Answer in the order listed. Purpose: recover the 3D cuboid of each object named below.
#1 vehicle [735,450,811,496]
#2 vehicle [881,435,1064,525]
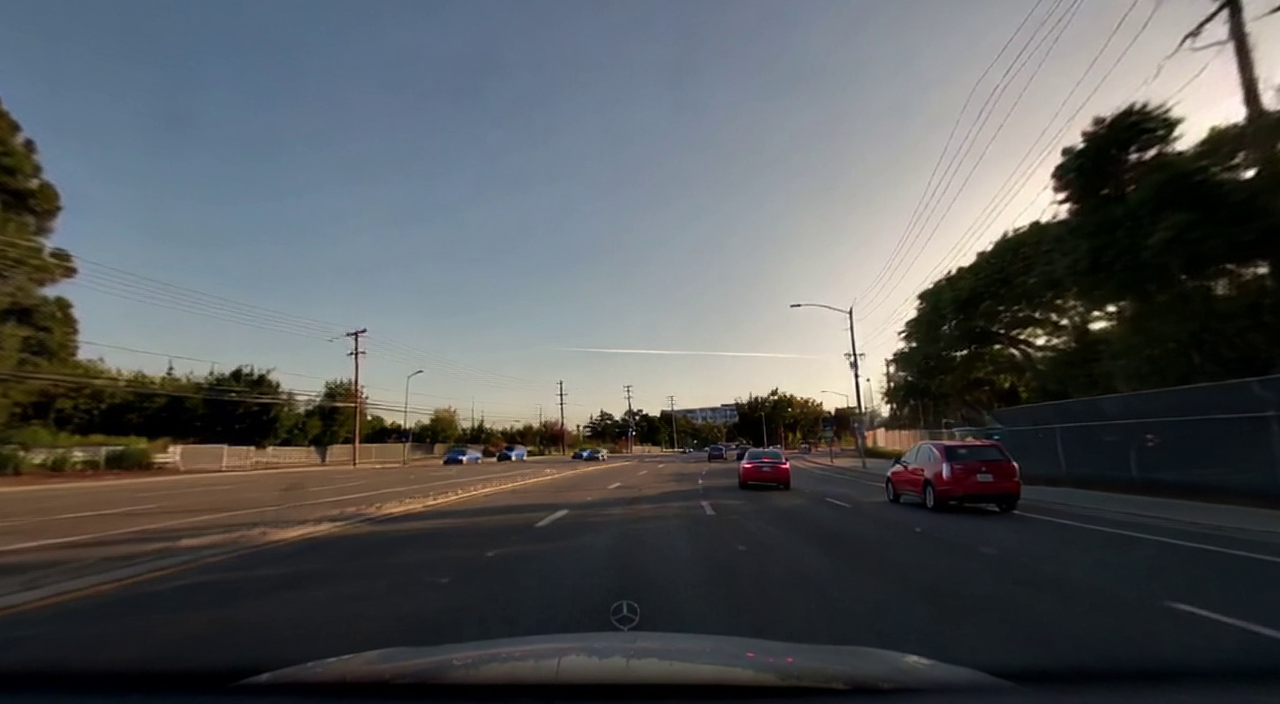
[{"bbox_3d":[4.634,4.263,22.663,2.035,1.460,4.392,-1,-9,4],"label":"vehicle"},{"bbox_3d":[7.627,2.966,15.132,2.029,1.795,4.371,0,-9,1],"label":"vehicle"}]
